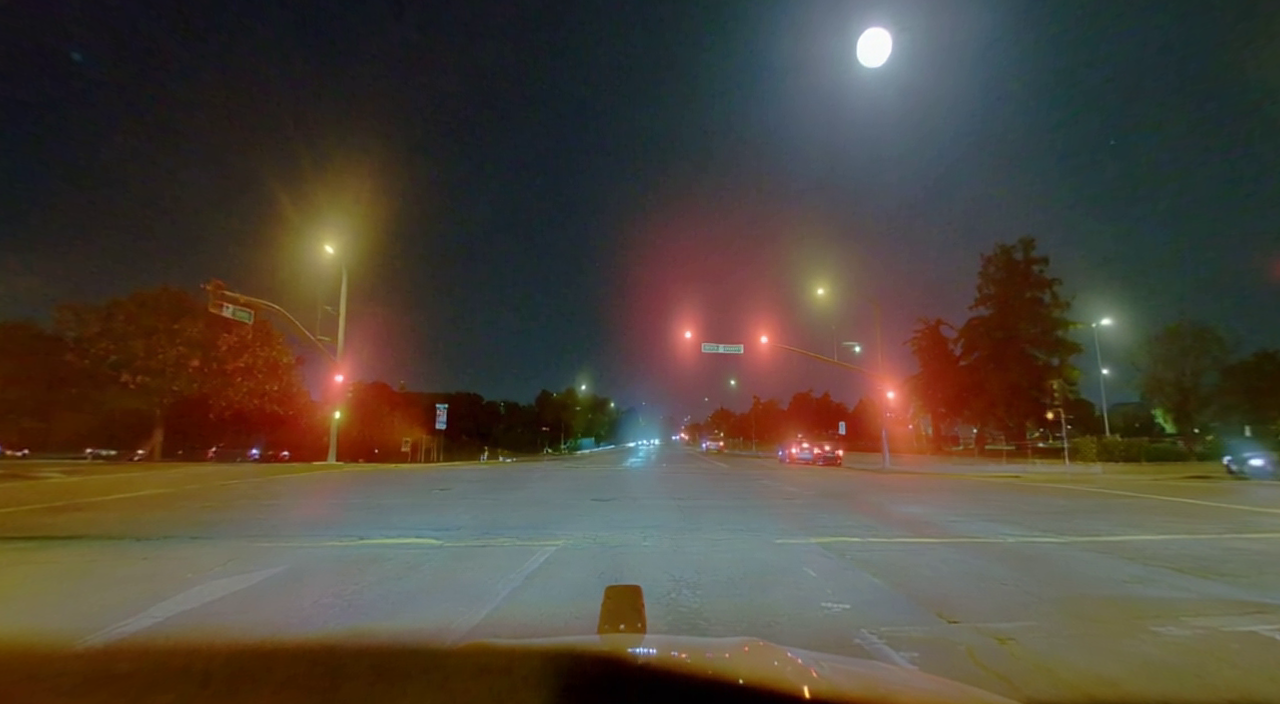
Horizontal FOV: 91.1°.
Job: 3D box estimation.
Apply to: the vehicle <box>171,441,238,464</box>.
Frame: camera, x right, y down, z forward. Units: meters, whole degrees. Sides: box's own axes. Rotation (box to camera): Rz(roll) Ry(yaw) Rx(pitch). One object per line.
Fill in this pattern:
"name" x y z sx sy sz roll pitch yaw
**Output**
"vehicle" -29.124 6.710 42.074 1.696 1.431 3.686 -1 -8 3
